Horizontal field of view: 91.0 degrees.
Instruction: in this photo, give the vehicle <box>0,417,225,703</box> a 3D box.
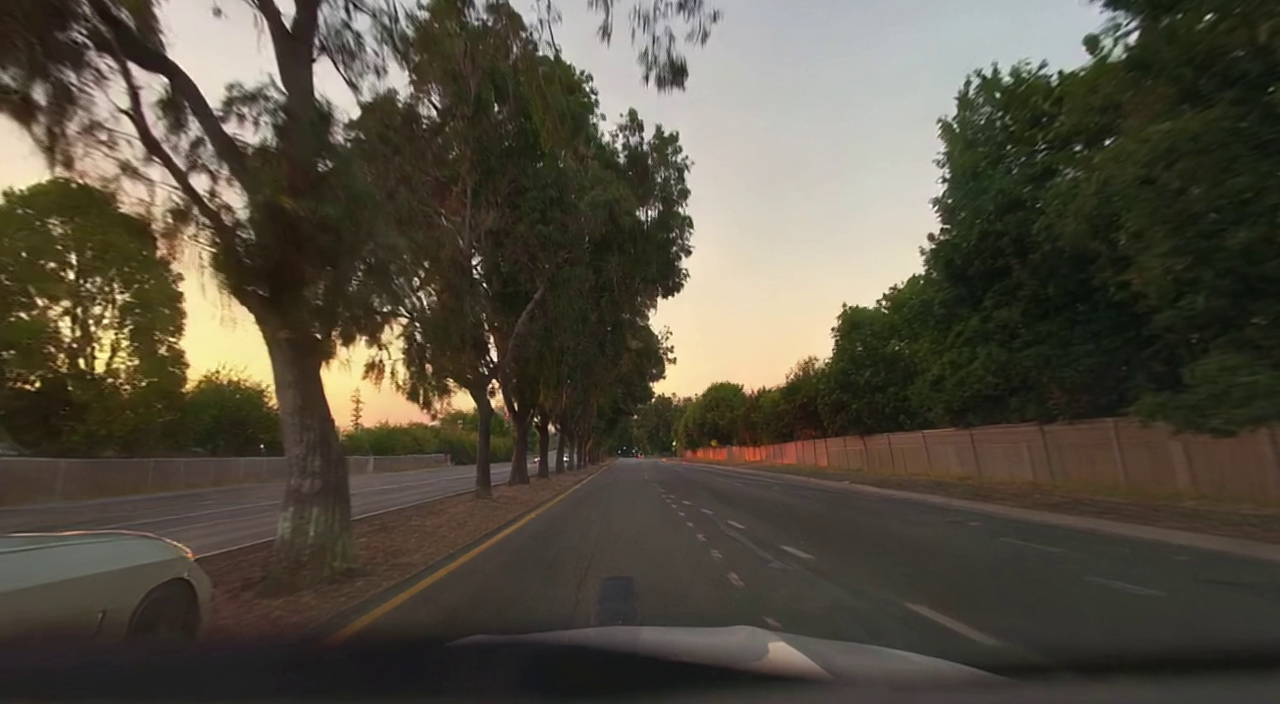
[{"bbox_3d":[-3.994,0.923,2.028,2.120,1.488,4.766,0,-8,-1],"label":"vehicle"}]
